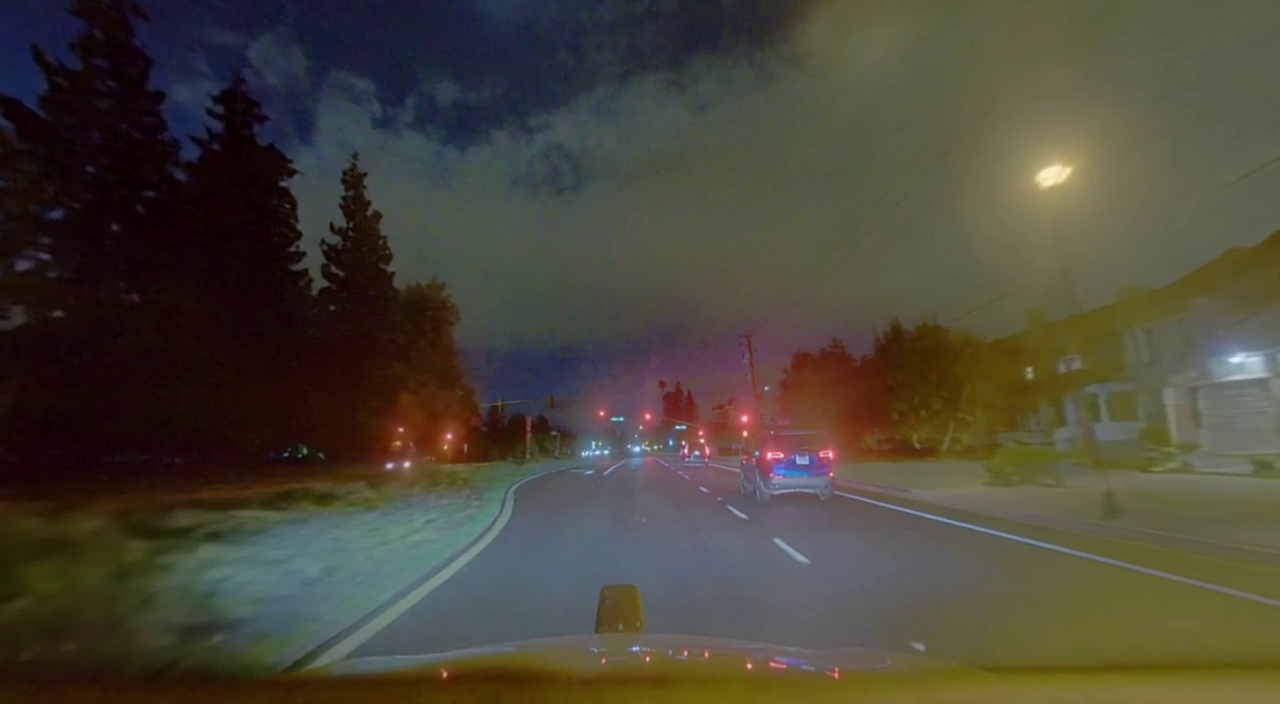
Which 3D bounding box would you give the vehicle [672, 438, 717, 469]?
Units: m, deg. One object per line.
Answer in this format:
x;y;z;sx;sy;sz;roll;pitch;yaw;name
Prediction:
3.405;6.468;40.420;2.229;1.795;4.927;0;-9;-2;vehicle
